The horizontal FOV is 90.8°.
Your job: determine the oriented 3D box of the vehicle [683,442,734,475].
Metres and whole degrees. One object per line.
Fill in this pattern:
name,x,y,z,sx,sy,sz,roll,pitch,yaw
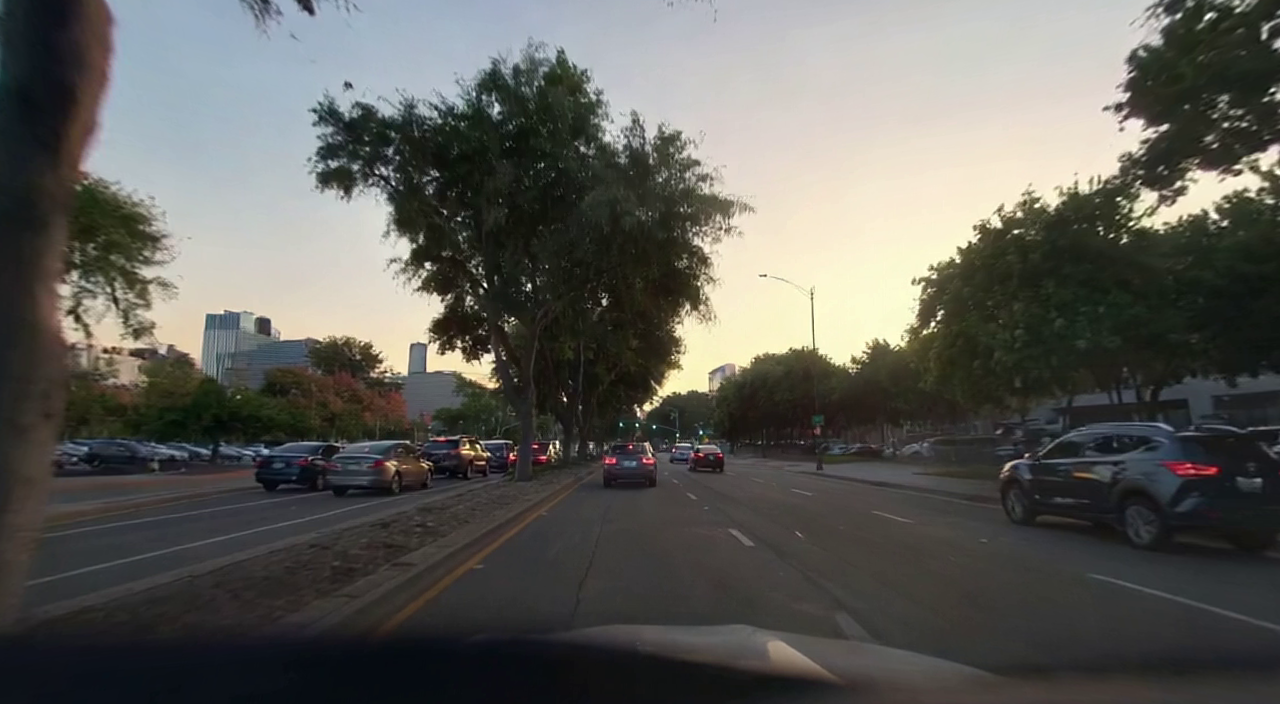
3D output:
vehicle,3.253,5.154,30.771,1.905,1.473,4.183,0,-9,-1

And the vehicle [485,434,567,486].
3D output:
vehicle,-3.883,3.771,22.333,2.009,1.619,4.376,0,-9,1

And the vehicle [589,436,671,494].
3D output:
vehicle,-0.274,3.322,18.913,2.161,1.501,4.184,0,-9,0

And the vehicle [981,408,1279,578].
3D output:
vehicle,6.654,1.711,8.410,1.889,1.681,4.120,0,-9,0

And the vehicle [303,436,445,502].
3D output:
vehicle,-6.877,3.061,16.964,1.877,1.493,4.624,0,-9,-1
